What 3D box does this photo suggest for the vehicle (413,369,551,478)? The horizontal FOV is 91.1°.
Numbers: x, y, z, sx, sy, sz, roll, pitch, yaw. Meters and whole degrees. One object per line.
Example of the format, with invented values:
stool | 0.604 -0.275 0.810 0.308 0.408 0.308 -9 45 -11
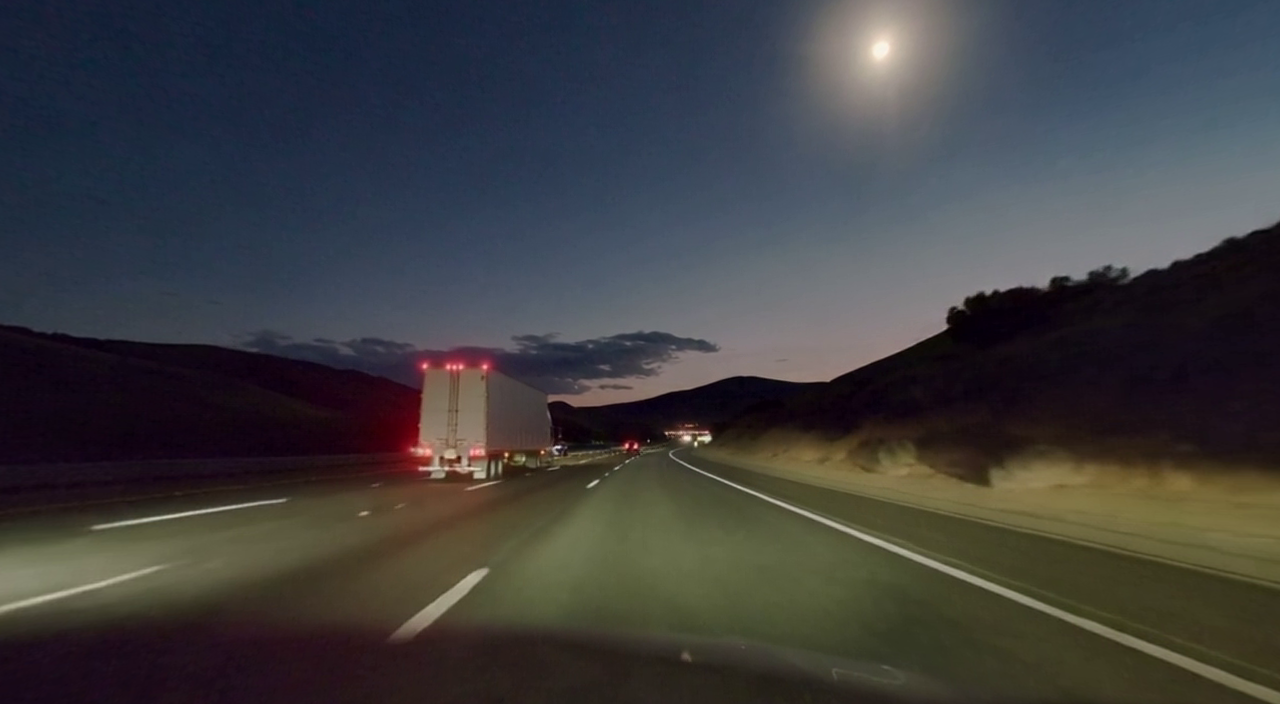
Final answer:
vehicle | -6.353 3.326 27.716 2.981 3.860 11.022 0 -9 1
